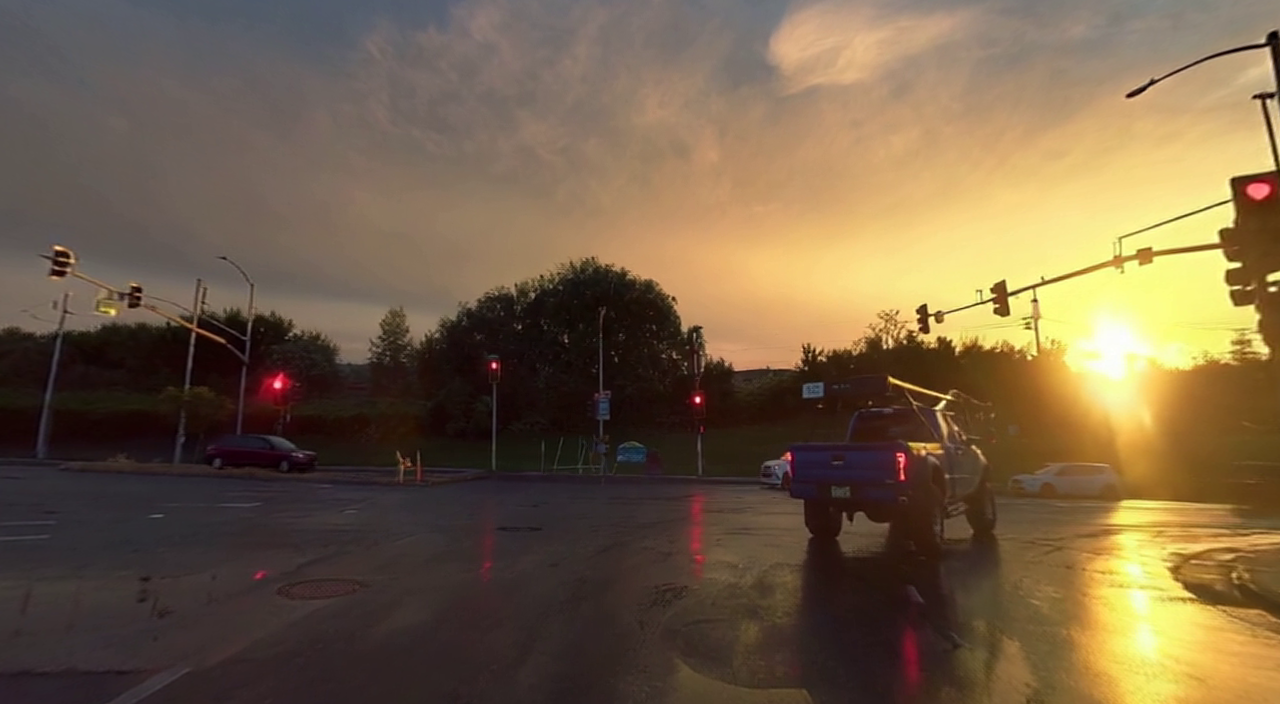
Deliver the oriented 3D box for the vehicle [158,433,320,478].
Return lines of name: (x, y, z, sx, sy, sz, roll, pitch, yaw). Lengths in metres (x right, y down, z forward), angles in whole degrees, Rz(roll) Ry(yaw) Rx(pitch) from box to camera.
vehicle: (-15.218, 3.937, 24.163, 1.964, 1.525, 4.750, -7, -11, 40)

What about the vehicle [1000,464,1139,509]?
vehicle: (17.891, 5.610, 26.386, 4.356, 1.498, 1.957, -3, -8, -2)

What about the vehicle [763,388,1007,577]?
vehicle: (4.724, 2.148, 11.379, 2.851, 2.400, 5.978, -5, -10, 32)
